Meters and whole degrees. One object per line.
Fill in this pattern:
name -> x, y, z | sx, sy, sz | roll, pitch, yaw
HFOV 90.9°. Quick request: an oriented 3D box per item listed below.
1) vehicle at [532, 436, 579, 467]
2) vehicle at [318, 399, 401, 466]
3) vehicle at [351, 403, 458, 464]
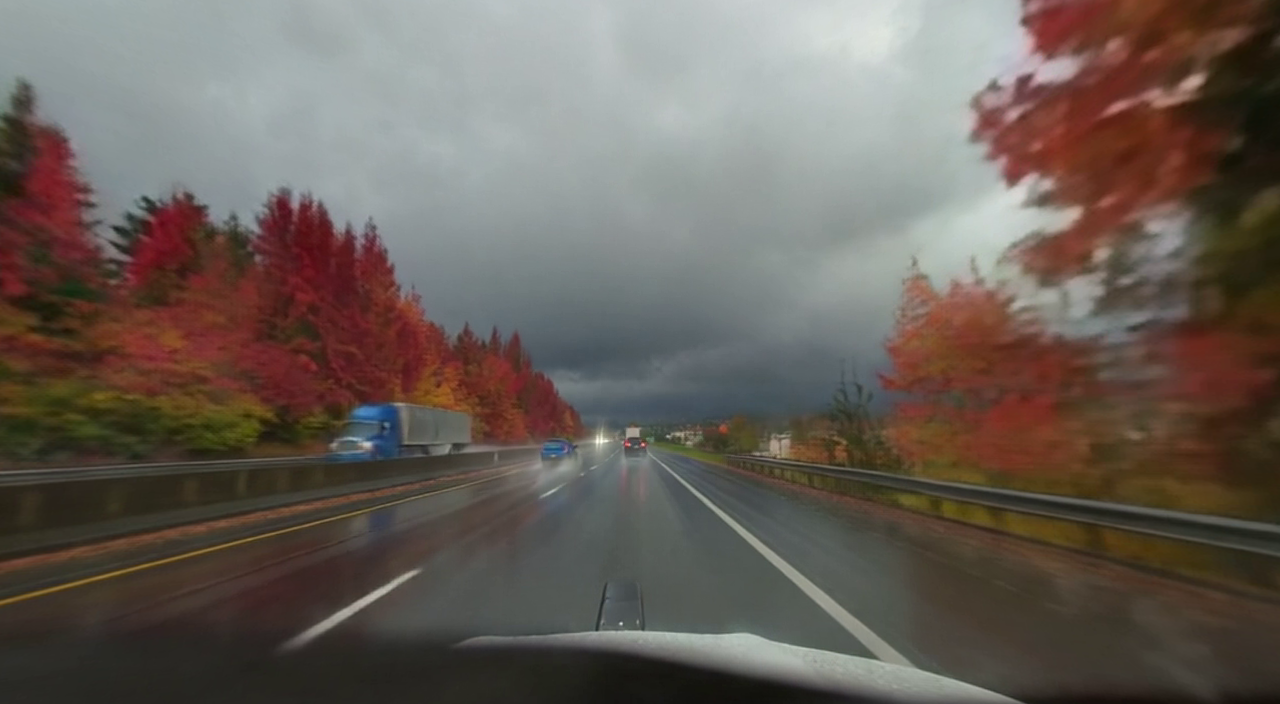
vehicle -> -4.498, 5.362, 34.165 | 2.002, 1.553, 4.247 | 0, -8, 0
vehicle -> -17.178, 4.986, 38.891 | 2.983, 3.859, 4.101 | 0, -8, 1
vehicle -> -17.306, 6.289, 47.909 | 2.878, 3.898, 13.768 | 0, -8, 0
